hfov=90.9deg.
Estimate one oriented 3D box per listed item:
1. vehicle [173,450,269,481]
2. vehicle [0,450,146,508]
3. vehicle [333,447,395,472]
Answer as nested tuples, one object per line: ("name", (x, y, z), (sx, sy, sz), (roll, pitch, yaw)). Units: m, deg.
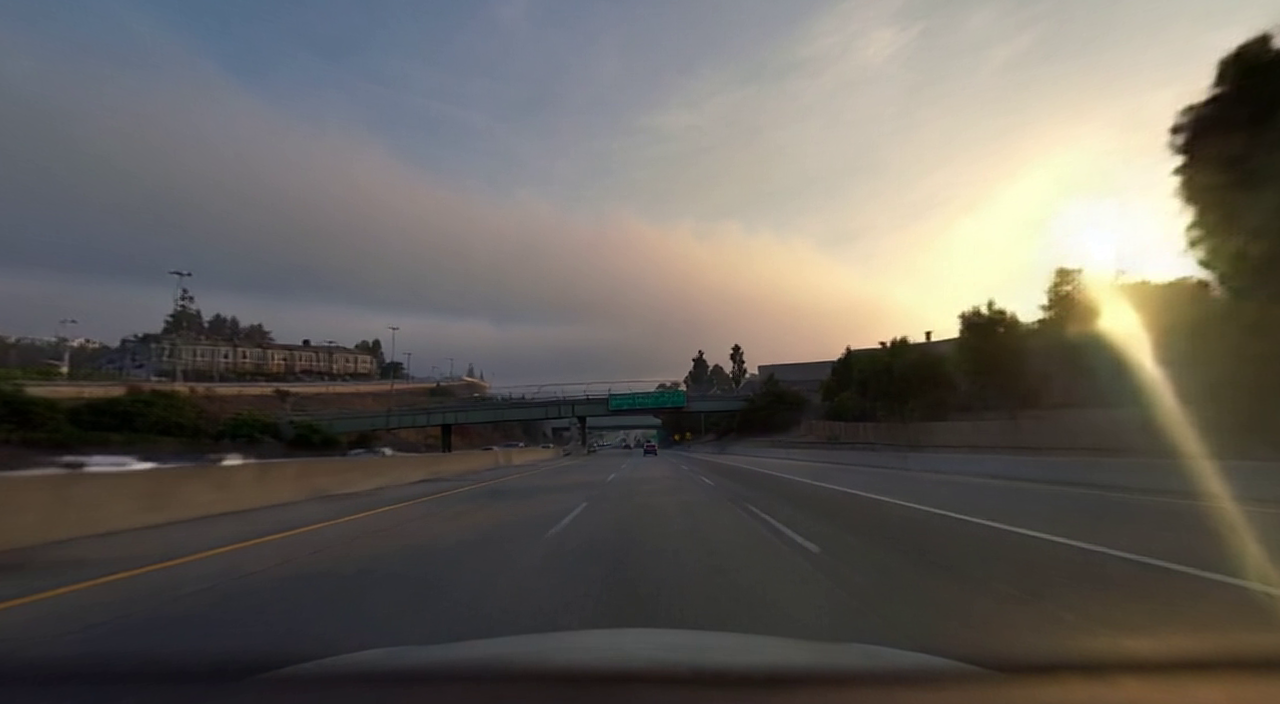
("vehicle", (-21.498, 5.819, 32.635), (1.848, 1.430, 4.468), (0, -8, 1))
("vehicle", (-17.582, 3.676, 18.770), (2.042, 1.464, 4.538), (-1, -8, 1))
("vehicle", (-17.441, 6.806, 40.091), (2.011, 1.483, 4.163), (0, -8, 1))
